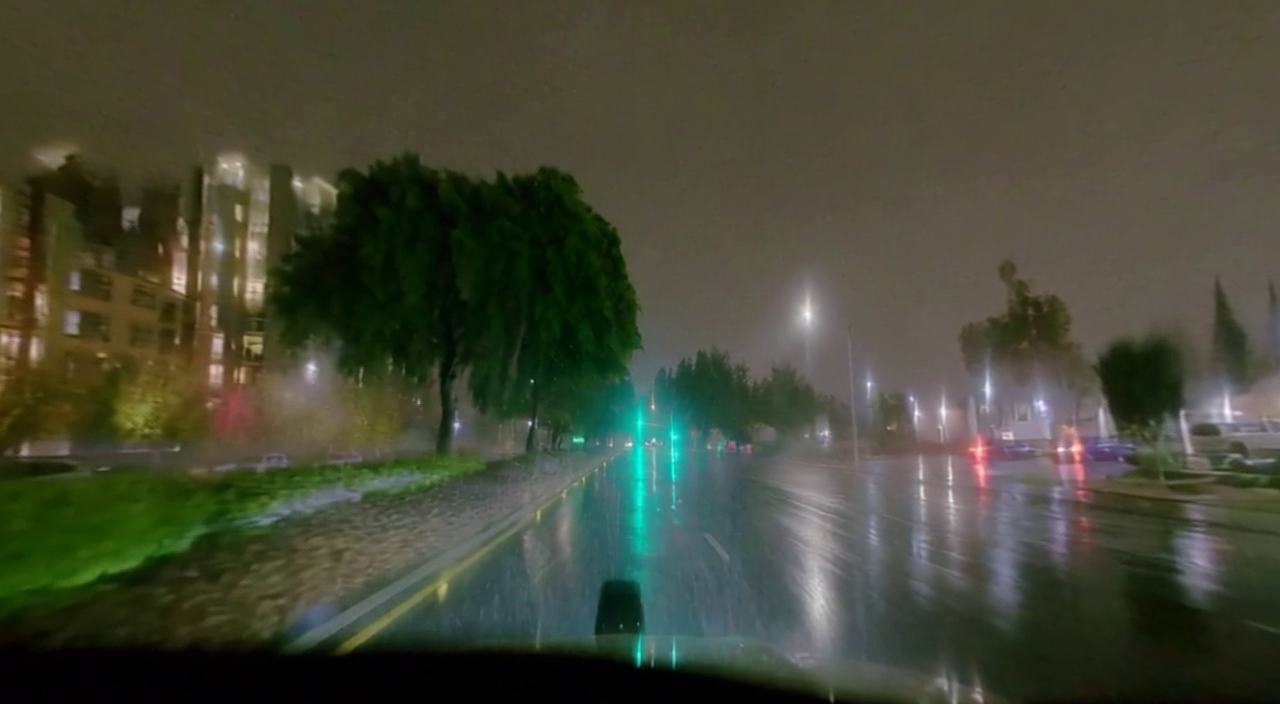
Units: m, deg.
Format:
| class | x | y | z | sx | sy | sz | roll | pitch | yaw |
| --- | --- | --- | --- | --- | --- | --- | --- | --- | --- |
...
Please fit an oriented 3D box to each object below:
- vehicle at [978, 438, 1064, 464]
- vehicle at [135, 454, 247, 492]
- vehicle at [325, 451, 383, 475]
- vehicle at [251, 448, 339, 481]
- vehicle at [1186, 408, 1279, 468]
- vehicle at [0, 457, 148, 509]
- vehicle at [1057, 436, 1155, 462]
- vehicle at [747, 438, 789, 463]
| class | x | y | z | sx | sy | sz | roll | pitch | yaw |
| --- | --- | --- | --- | --- | --- | --- | --- | --- | --- |
| vehicle | 24.033 | 6.251 | 39.871 | 4.549 | 1.565 | 1.831 | 2 | -9 | -13 |
| vehicle | -19.727 | 5.307 | 28.032 | 1.959 | 1.459 | 4.150 | 0 | -8 | -1 |
| vehicle | -19.668 | 7.635 | 43.727 | 2.074 | 1.429 | 4.645 | -2 | -9 | -3 |
| vehicle | -20.296 | 6.592 | 37.430 | 2.012 | 1.636 | 4.997 | -3 | -8 | 6 |
| vehicle | 31.120 | 4.296 | 31.280 | 6.797 | 2.774 | 2.304 | 2 | -9 | -12 |
| vehicle | -19.730 | 4.436 | 21.626 | 1.920 | 1.561 | 4.654 | -2 | -10 | 2 |
| vehicle | 30.412 | 6.300 | 41.261 | 5.245 | 1.609 | 2.167 | 2 | -9 | -13 |
| vehicle | 9.518 | 7.360 | 47.272 | 2.008 | 1.734 | 4.587 | 0 | -8 | -3 |
